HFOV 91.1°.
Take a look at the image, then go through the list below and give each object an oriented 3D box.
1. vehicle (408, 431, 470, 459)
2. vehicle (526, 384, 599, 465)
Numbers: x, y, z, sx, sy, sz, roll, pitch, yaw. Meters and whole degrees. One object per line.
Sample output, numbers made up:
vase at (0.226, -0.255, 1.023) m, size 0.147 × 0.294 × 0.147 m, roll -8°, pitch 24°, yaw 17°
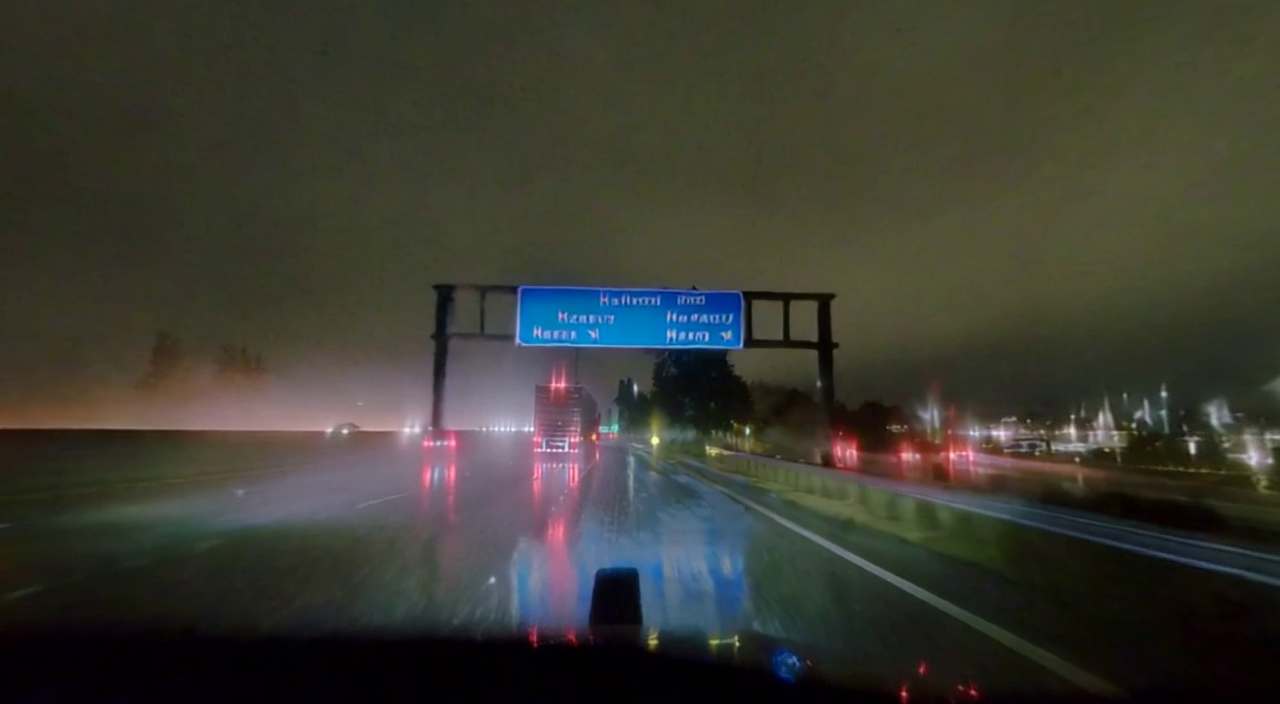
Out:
vehicle at (-11.783, 5.491, 37.190) m, size 2.138 × 1.531 × 4.864 m, roll 0°, pitch -8°, yaw -1°
vehicle at (-4.213, 4.431, 37.186) m, size 3.002 × 3.987 × 12.477 m, roll 0°, pitch -8°, yaw -1°
